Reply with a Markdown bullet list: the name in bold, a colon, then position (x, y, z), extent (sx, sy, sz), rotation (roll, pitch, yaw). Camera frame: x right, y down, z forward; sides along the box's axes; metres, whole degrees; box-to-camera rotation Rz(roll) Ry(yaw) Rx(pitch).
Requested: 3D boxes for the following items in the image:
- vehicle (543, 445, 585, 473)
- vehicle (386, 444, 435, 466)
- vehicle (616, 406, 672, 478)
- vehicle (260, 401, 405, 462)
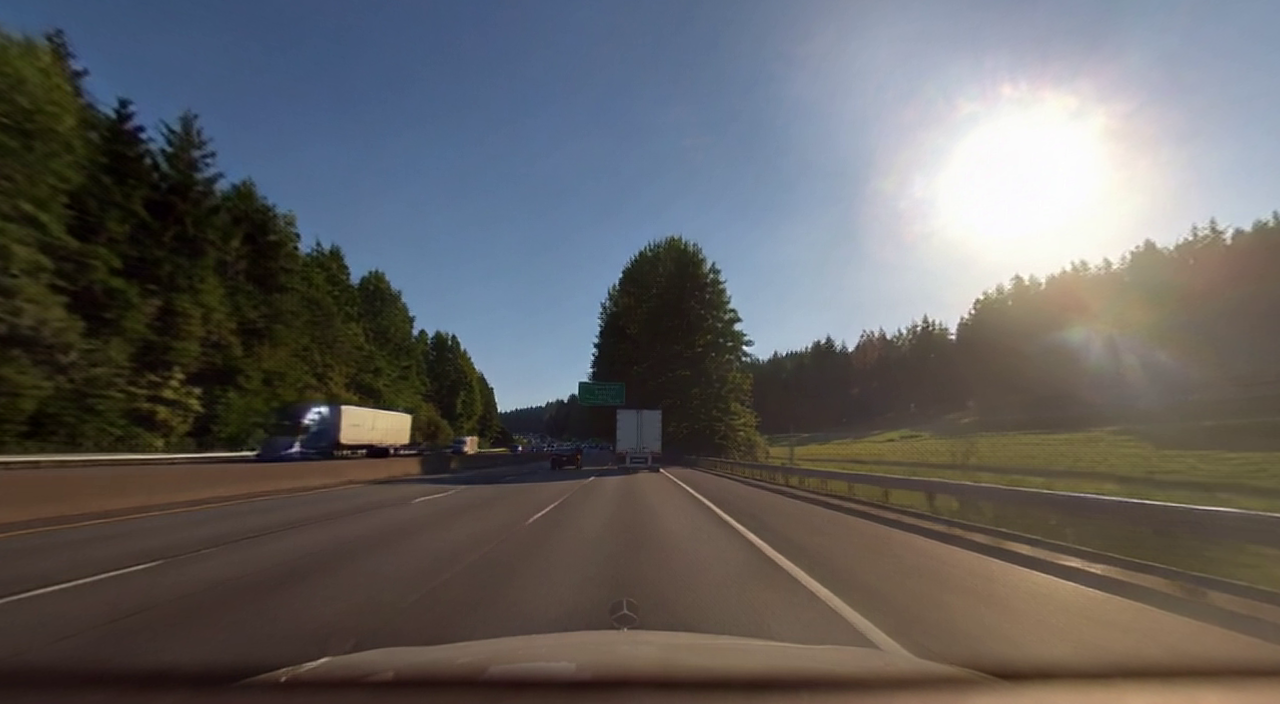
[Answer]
- **vehicle**: position (-4.432, 6.322, 37.481), extent (1.964, 1.556, 4.071), rotation (0, -9, 0)
- **vehicle**: position (-16.169, 7.290, 44.678), extent (1.840, 1.474, 4.451), rotation (0, -9, 0)
- **vehicle**: position (0.118, 5.769, 39.726), extent (2.976, 3.800, 12.335), rotation (0, -9, -1)
- **vehicle**: position (-23.292, 6.560, 49.908), extent (3.069, 3.979, 17.930), rotation (0, -9, -2)
